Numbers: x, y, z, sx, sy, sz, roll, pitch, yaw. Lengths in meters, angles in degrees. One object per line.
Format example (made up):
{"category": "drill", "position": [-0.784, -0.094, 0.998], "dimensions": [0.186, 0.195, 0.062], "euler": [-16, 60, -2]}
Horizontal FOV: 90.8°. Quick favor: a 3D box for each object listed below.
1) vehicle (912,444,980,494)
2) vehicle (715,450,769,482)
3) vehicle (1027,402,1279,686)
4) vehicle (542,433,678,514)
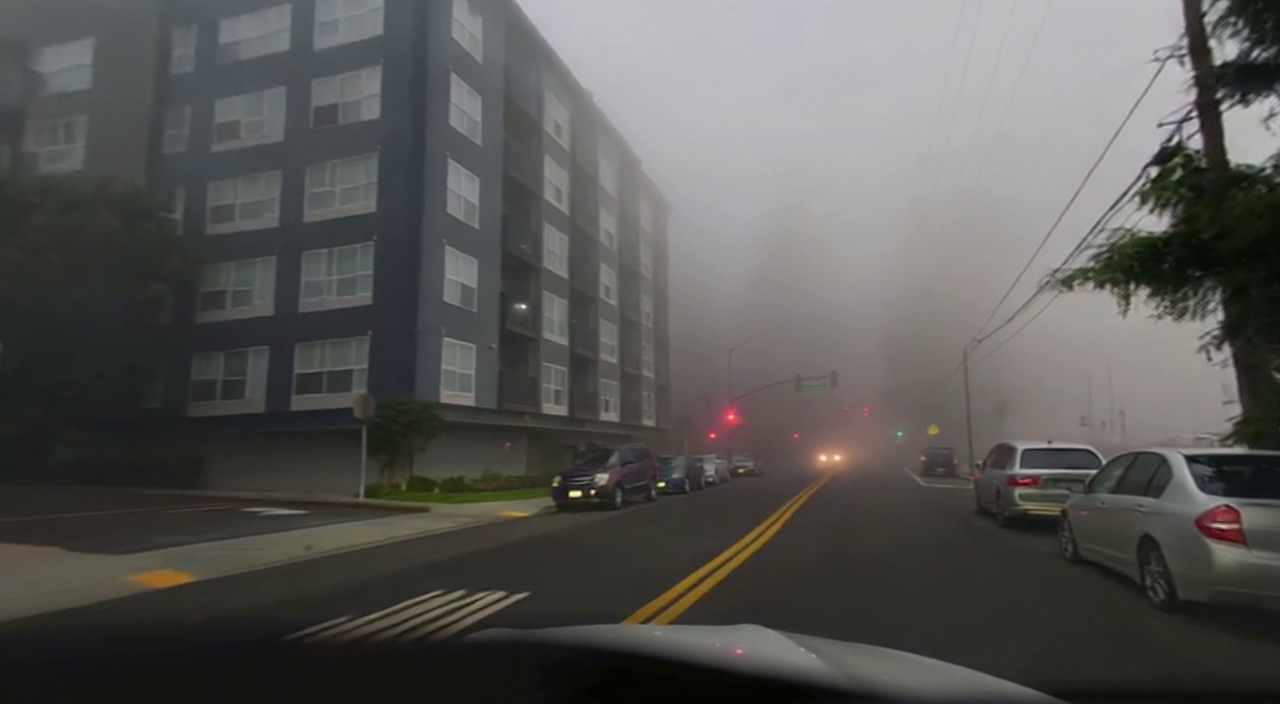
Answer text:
{"category": "vehicle", "position": [12.550, 4.759, 26.222], "dimensions": [2.034, 1.689, 4.978], "euler": [-3, -7, 21]}
{"category": "vehicle", "position": [5.353, 5.848, 32.677], "dimensions": [1.934, 1.484, 4.630], "euler": [-3, -9, 19]}
{"category": "vehicle", "position": [5.354, 1.423, 5.730], "dimensions": [2.153, 1.685, 4.586], "euler": [-3, -9, 20]}
{"category": "vehicle", "position": [-0.605, 3.137, 16.894], "dimensions": [1.993, 1.817, 4.619], "euler": [-3, -9, 19]}
